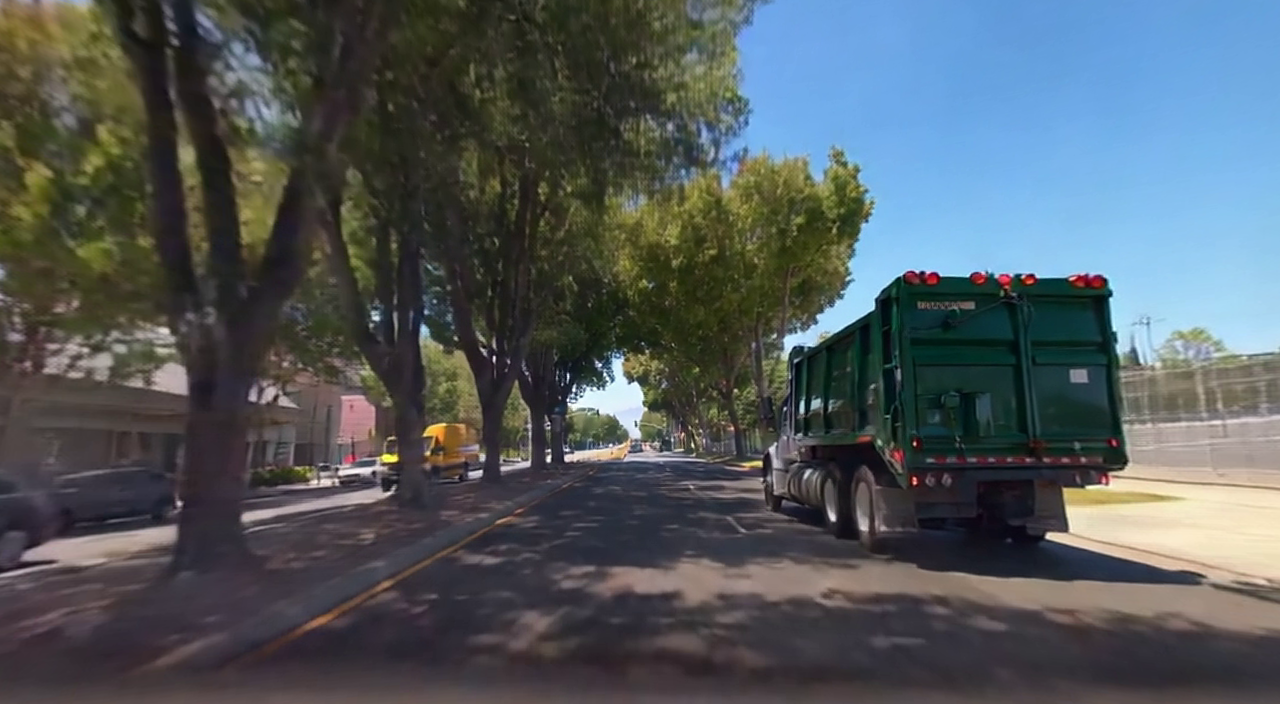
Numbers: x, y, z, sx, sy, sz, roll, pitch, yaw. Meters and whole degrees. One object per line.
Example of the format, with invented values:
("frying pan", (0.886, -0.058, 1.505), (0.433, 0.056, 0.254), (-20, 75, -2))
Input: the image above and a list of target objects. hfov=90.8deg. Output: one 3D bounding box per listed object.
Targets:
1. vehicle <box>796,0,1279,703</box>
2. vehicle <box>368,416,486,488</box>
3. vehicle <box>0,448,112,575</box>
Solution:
("vehicle", (3.945, 0.304, 4.840), (2.731, 3.407, 10.262), (0, -9, -1))
("vehicle", (-10.427, 5.060, 32.254), (3.257, 3.085, 9.164), (0, -9, -3))
("vehicle", (-9.975, 2.158, 8.315), (2.089, 1.754, 4.573), (0, -9, -1))
